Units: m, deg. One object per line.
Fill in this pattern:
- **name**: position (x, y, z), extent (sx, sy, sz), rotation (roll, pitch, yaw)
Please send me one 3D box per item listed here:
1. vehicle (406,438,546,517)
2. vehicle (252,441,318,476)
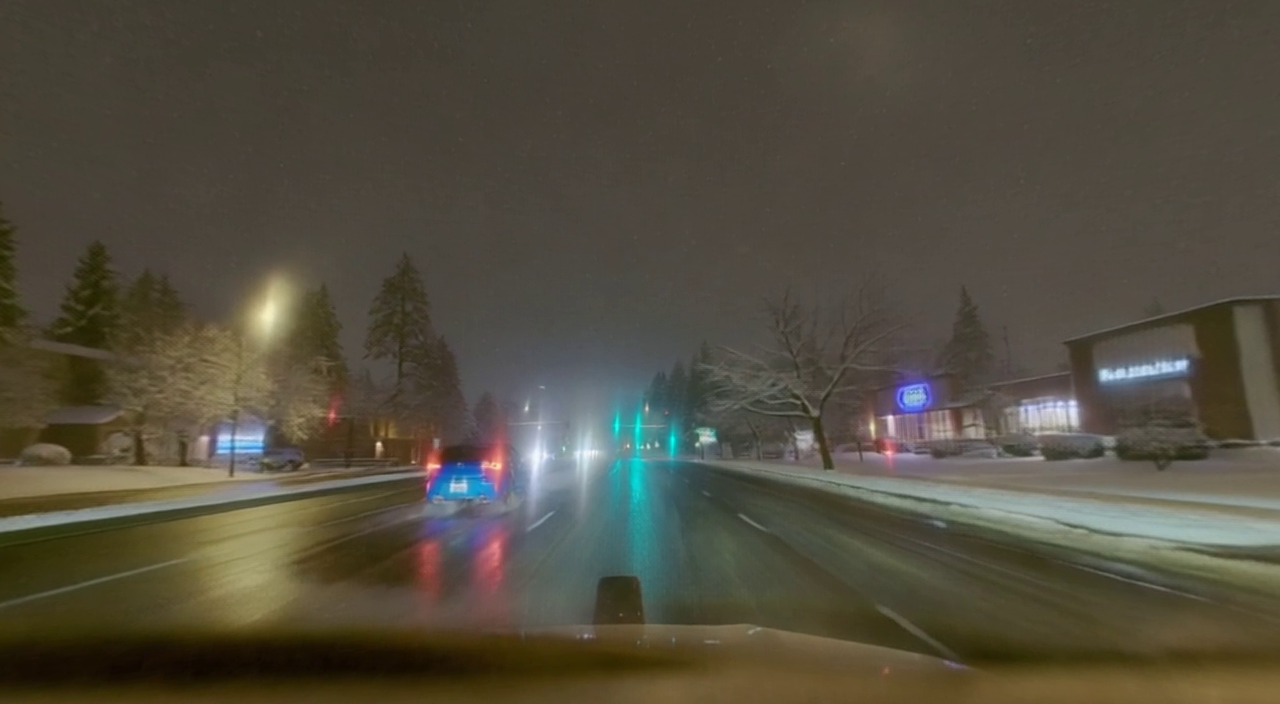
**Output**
- **vehicle**: position (-3.459, 2.714, 14.218), extent (2.005, 1.477, 4.169), rotation (0, -8, 0)
- **vehicle**: position (-26.242, 7.859, 46.799), extent (3.358, 2.439, 2.686), rotation (1, -9, -8)
